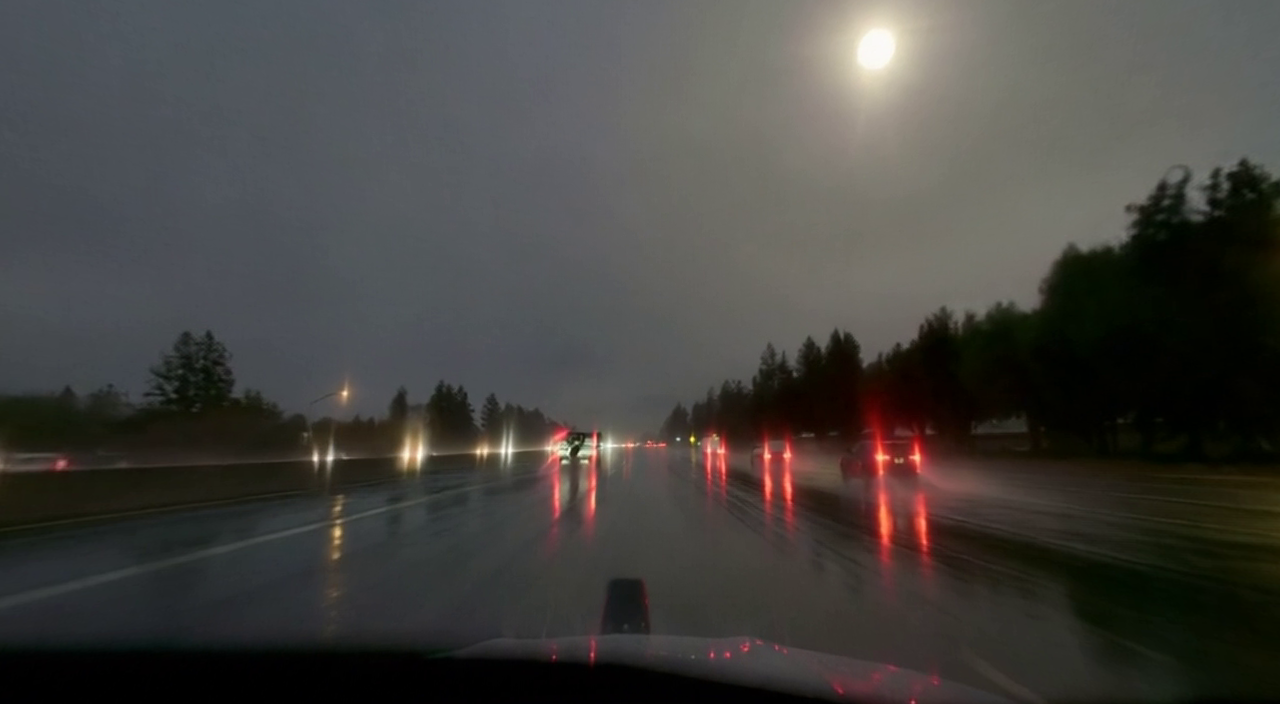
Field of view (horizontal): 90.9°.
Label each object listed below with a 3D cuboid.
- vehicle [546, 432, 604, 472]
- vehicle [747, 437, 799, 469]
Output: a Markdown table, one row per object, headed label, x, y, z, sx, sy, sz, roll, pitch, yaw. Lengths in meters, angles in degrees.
| label | x | y | z | sx | sy | sz | roll | pitch | yaw |
| --- | --- | --- | --- | --- | --- | --- | --- | --- | --- |
| vehicle | -3.311 | 5.269 | 33.420 | 2.453 | 1.952 | 5.320 | 0 | -8 | 1 |
| vehicle | 7.711 | 5.890 | 36.860 | 2.063 | 1.706 | 4.259 | 0 | -8 | 0 |
